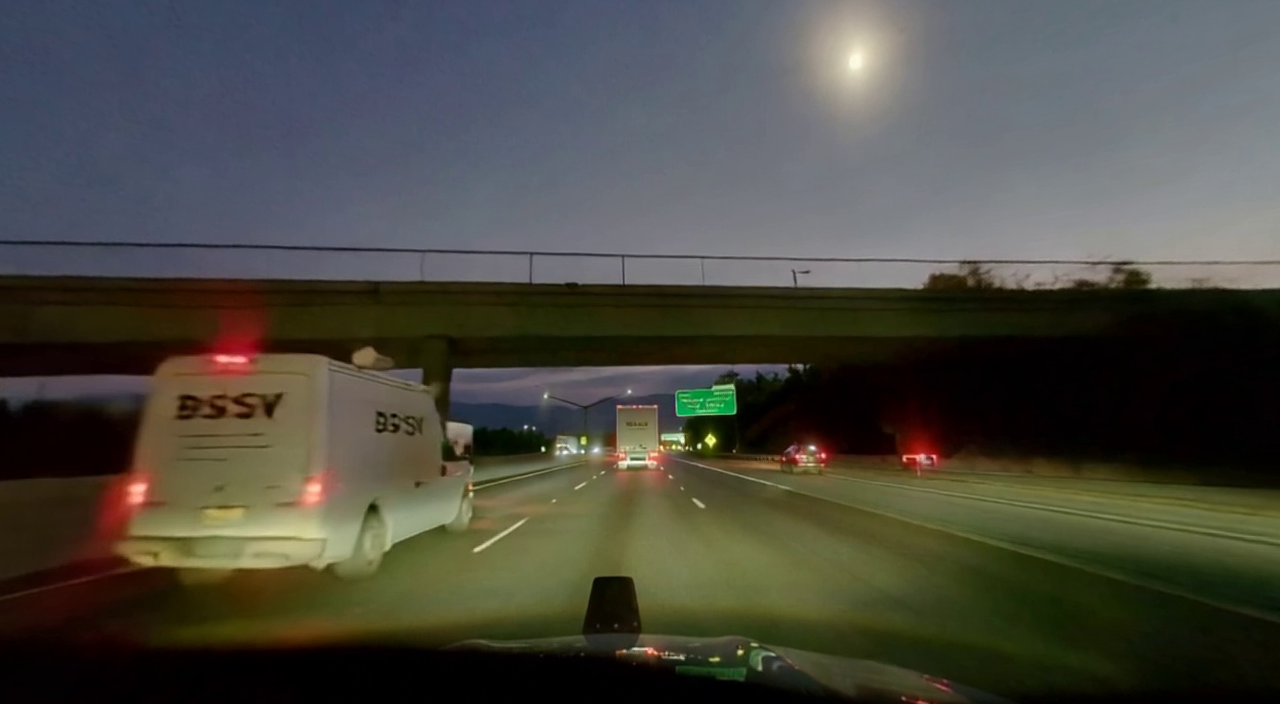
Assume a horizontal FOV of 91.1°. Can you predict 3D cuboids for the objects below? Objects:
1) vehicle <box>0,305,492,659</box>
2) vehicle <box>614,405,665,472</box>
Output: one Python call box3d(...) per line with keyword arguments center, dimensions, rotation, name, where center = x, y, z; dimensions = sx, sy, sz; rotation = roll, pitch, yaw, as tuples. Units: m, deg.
box3d(center=(-3.483, 1.251, 6.930), dimensions=(2.404, 2.371, 5.310), rotation=(0, -9, 0), name="vehicle")
box3d(center=(-0.127, 6.138, 43.897), dimensions=(3.025, 4.002, 12.709), rotation=(0, -9, -1), name="vehicle")
